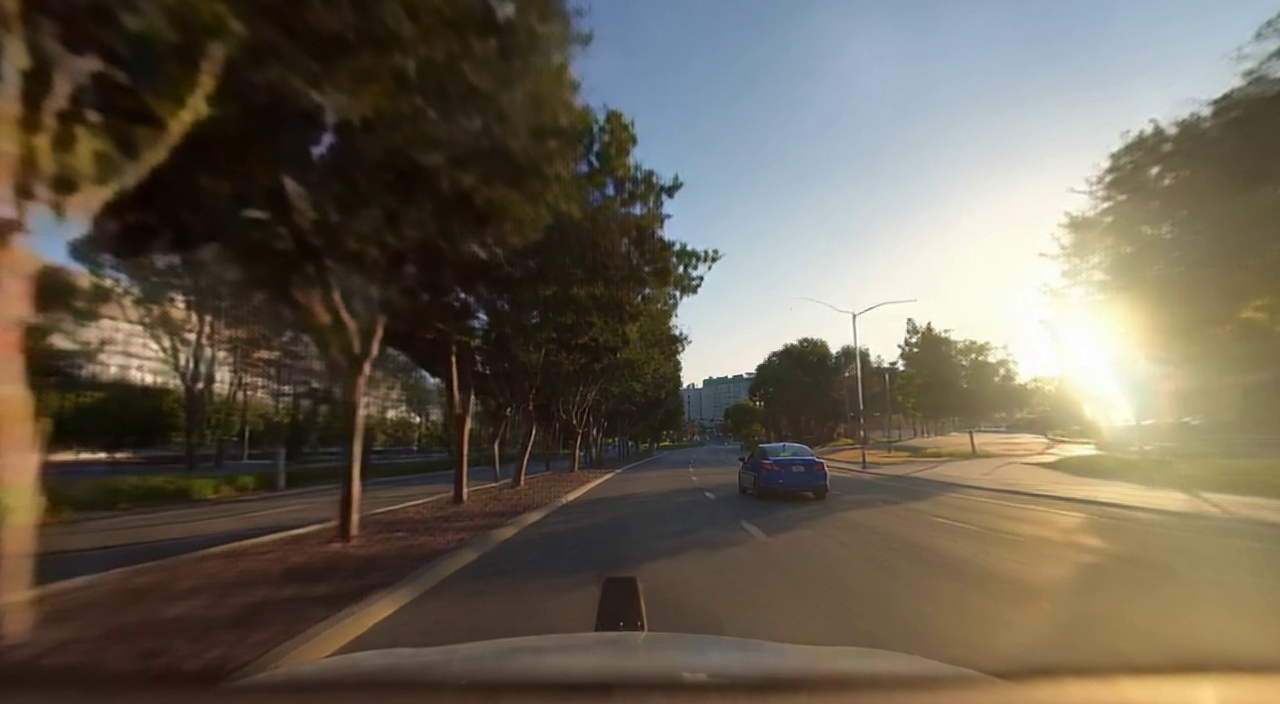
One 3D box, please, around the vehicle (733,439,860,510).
[{"bbox_3d":[3.635,2.924,15.606,1.928,1.481,4.453,0,-9,-1],"label":"vehicle"}]
